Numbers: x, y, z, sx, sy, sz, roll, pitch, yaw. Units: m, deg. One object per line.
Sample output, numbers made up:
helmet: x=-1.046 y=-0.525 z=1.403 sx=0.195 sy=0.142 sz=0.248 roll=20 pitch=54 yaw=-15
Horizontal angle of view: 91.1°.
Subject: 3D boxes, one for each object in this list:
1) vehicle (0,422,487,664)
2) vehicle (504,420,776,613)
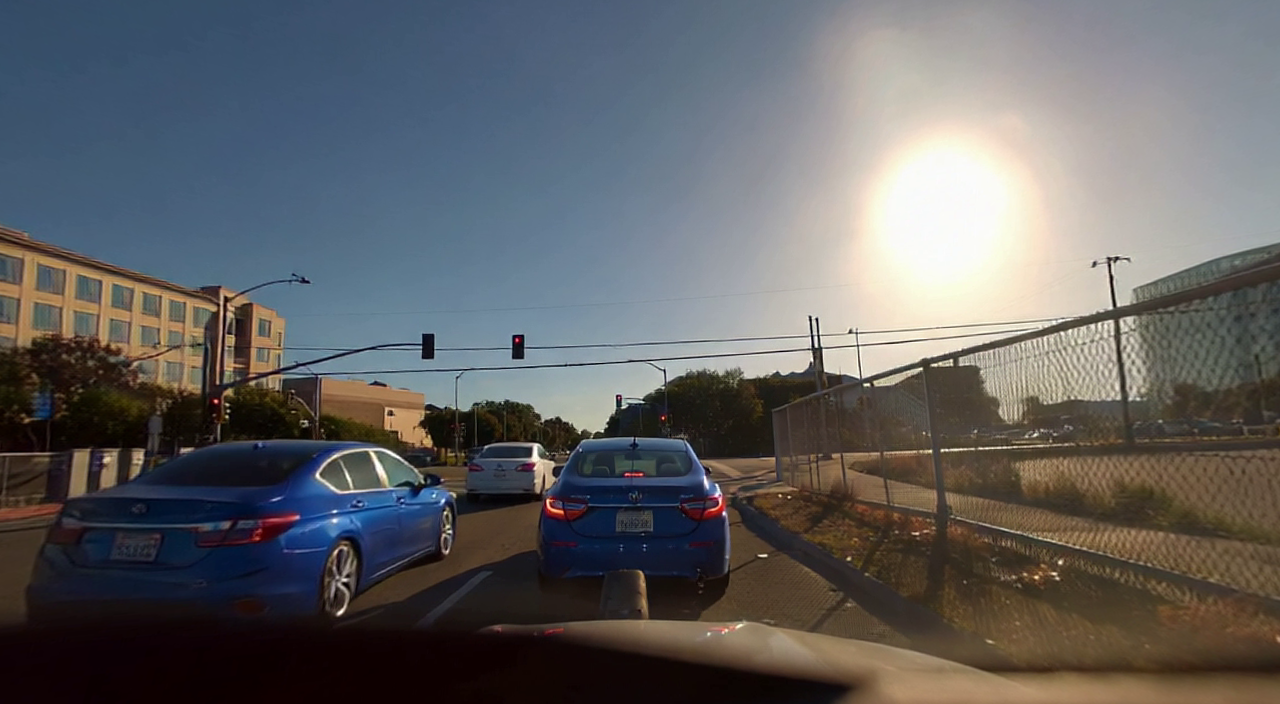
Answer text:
vehicle: x=-3.159 y=1.537 z=6.280 sx=1.971 sy=1.488 sz=4.581 roll=0 pitch=-9 yaw=2
vehicle: x=-0.003 y=1.613 z=7.080 sx=2.144 sy=1.514 sz=4.063 roll=0 pitch=-9 yaw=0
